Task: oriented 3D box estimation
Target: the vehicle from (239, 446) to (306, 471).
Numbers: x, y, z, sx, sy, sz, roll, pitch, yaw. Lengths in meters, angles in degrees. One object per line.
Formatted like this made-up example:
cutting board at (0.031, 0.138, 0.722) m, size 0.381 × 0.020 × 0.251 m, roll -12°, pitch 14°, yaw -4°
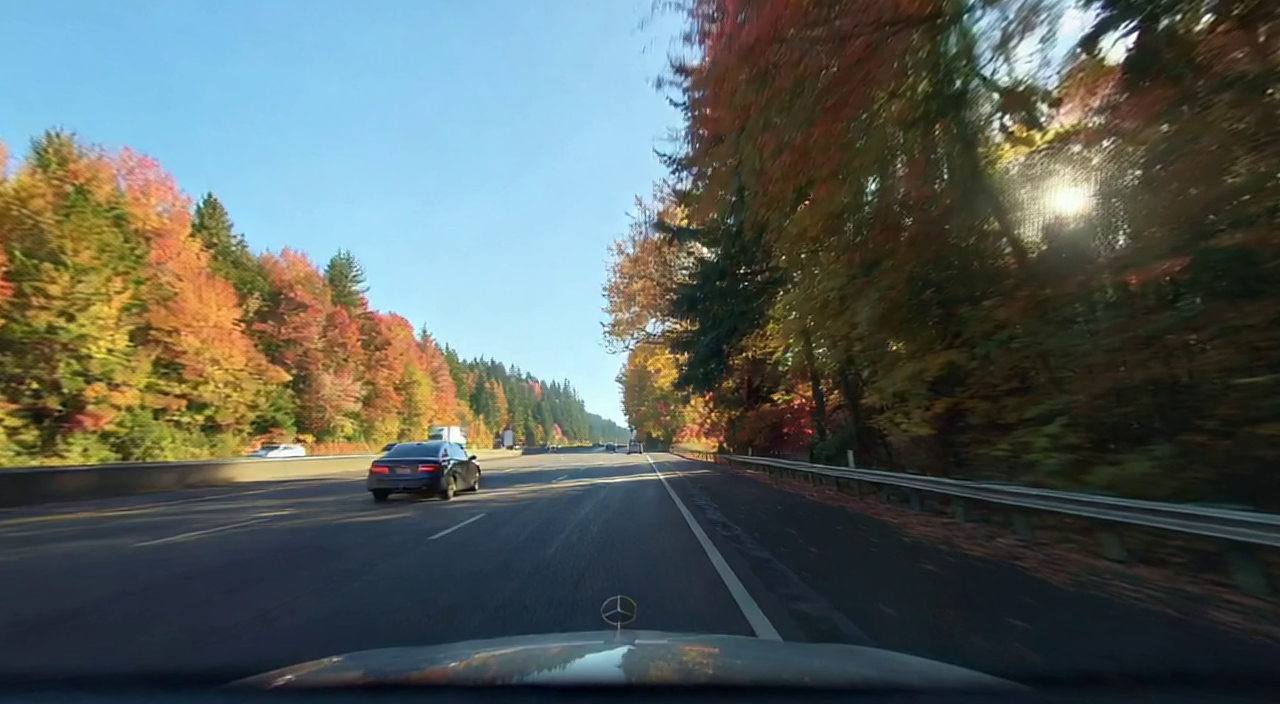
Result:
vehicle at (-24.331, 7.040, 41.828) m, size 1.799 × 1.465 × 4.286 m, roll 0°, pitch -8°, yaw 1°

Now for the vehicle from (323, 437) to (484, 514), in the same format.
vehicle at (-5.166, 2.717, 14.497) m, size 2.004 × 1.497 × 4.260 m, roll 0°, pitch -8°, yaw 1°
